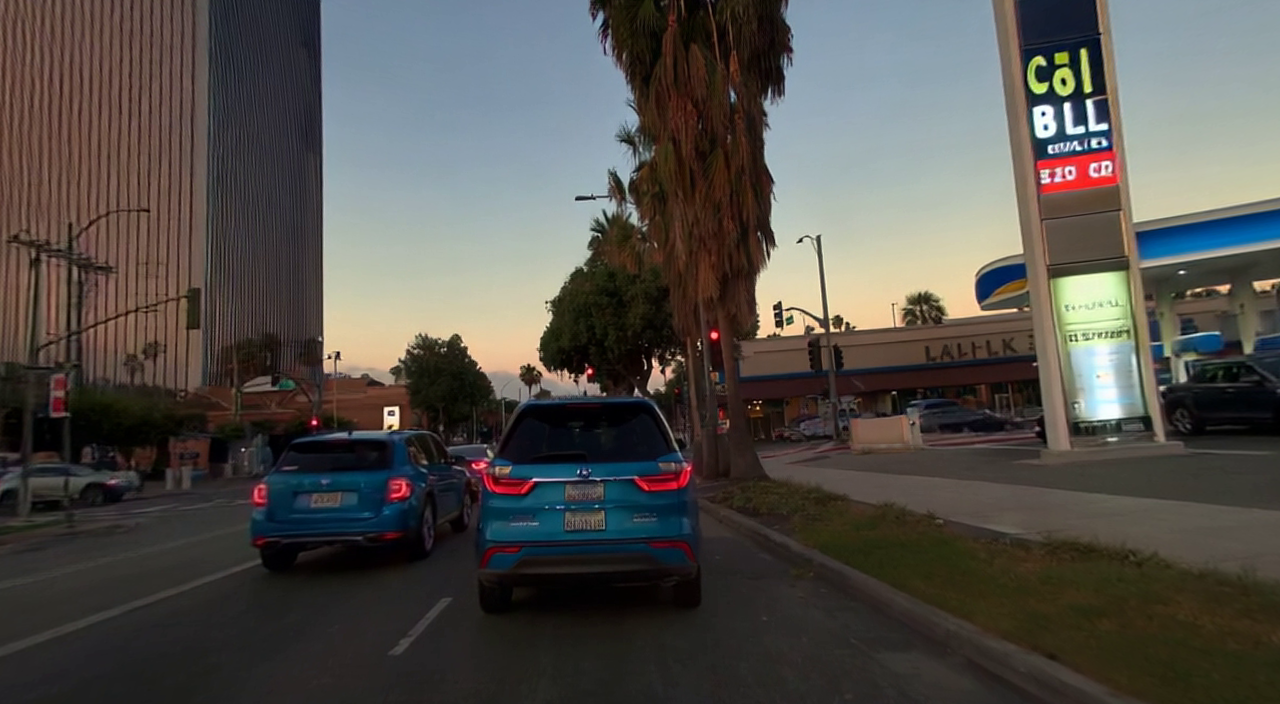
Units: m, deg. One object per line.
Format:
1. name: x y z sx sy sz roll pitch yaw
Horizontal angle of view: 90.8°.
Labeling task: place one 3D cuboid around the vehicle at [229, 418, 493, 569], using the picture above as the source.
1. vehicle: -3.760 1.982 9.784 2.097 1.692 5.030 0 -8 -4

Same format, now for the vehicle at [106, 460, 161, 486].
1. vehicle: -36.105 8.625 45.071 1.465 1.367 3.238 -6 -5 -5

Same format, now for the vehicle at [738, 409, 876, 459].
1. vehicle: 7.147 3.562 27.440 5.307 2.076 2.122 0 -8 -5

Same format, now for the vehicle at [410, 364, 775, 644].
1. vehicle: -0.495 1.390 6.884 2.519 1.913 4.819 0 -8 -5

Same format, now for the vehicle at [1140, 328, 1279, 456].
1. vehicle: 9.999 0.634 8.837 4.374 1.571 1.963 0 -8 -4

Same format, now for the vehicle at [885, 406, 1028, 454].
1. vehicle: 13.814 3.439 27.794 5.033 1.999 2.259 0 -8 -3

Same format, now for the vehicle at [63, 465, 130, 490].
1. vehicle: -38.320 8.862 44.641 2.008 1.528 3.242 0 -8 -6
